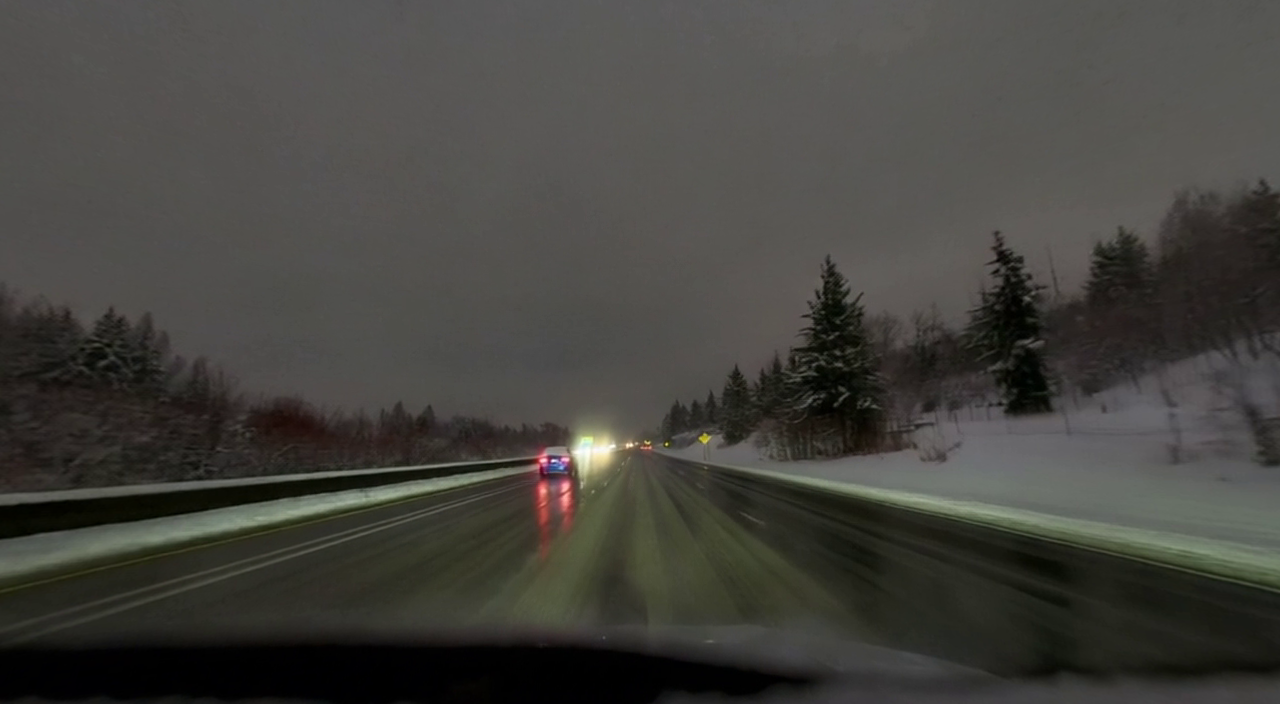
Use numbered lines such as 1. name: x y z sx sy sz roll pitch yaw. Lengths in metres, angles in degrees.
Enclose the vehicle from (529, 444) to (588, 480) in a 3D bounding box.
1. vehicle: -3.850 5.284 30.503 2.160 1.552 4.592 0 -9 1
